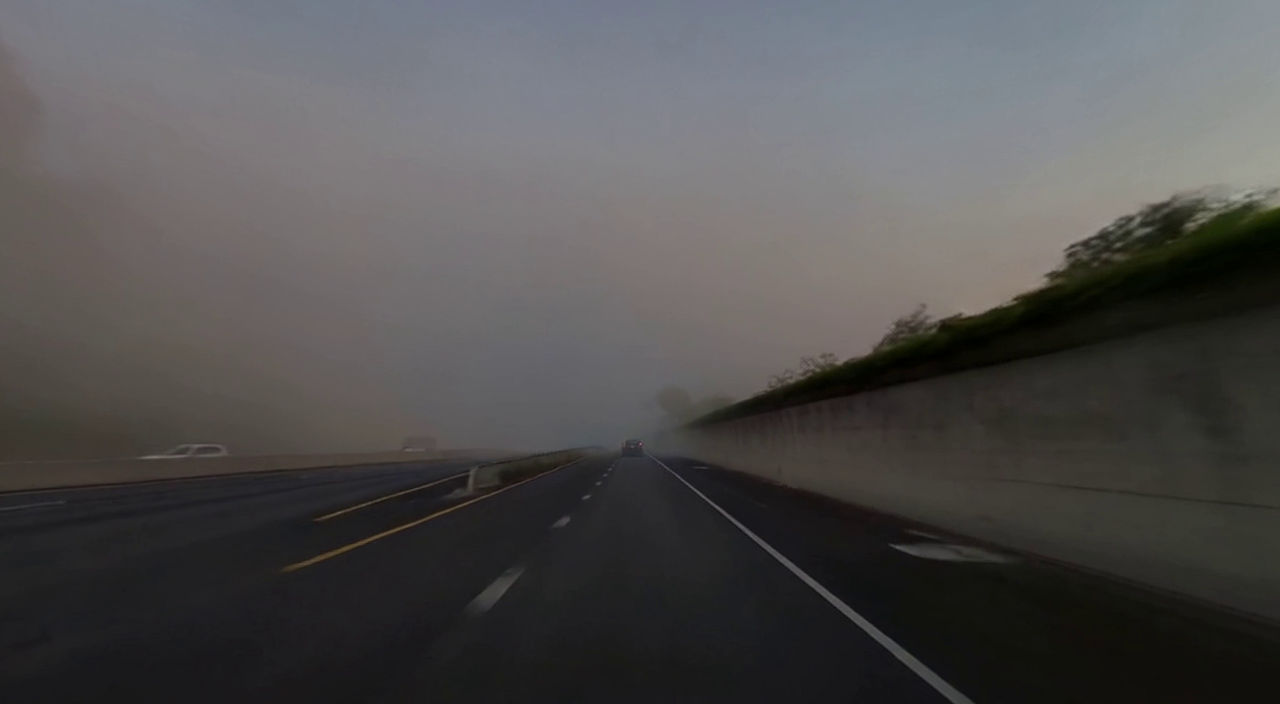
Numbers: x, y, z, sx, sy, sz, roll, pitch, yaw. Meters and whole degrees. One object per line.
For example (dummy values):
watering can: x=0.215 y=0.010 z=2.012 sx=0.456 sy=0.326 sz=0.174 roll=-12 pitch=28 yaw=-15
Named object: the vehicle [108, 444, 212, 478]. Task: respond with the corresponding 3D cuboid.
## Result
vehicle: x=-23.611 y=5.337 z=31.210 sx=1.899 sy=1.481 sz=4.618 roll=0 pitch=-8 yaw=-5
